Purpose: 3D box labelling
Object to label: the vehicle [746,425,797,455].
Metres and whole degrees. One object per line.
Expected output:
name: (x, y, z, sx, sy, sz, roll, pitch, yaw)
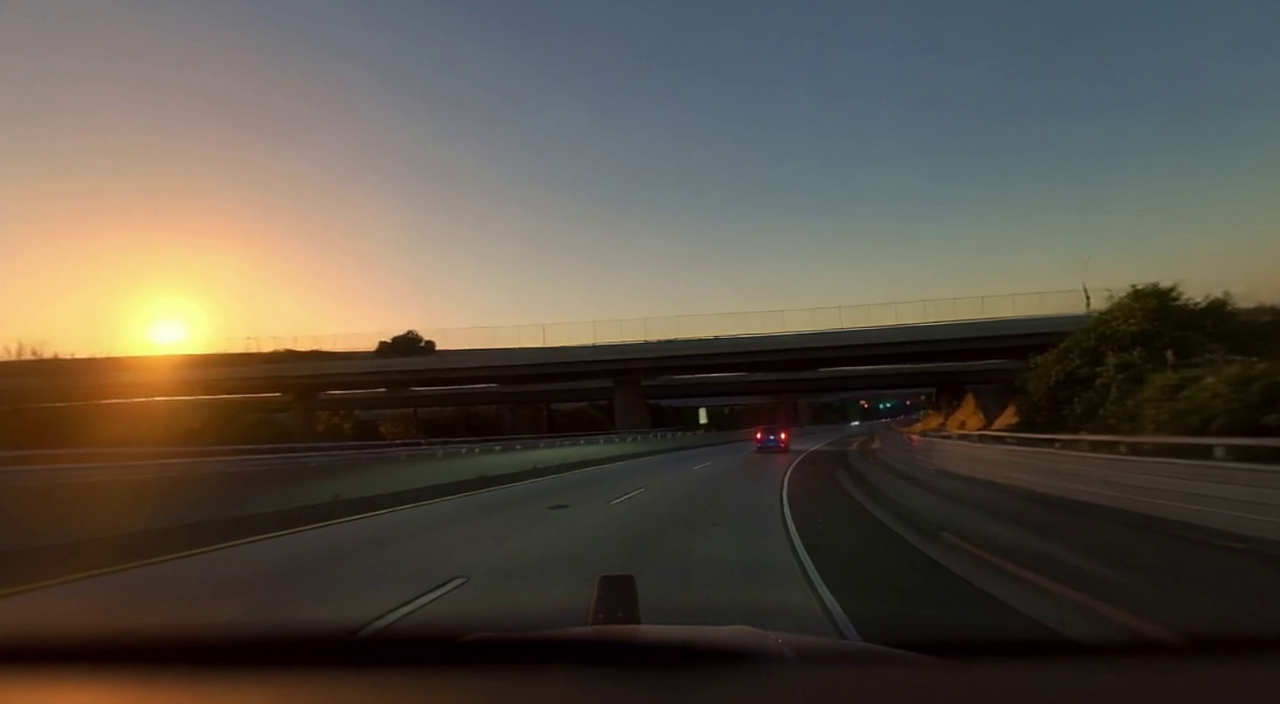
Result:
vehicle: (6.819, 4.497, 32.304, 2.028, 1.440, 3.970, -2, -8, 19)
